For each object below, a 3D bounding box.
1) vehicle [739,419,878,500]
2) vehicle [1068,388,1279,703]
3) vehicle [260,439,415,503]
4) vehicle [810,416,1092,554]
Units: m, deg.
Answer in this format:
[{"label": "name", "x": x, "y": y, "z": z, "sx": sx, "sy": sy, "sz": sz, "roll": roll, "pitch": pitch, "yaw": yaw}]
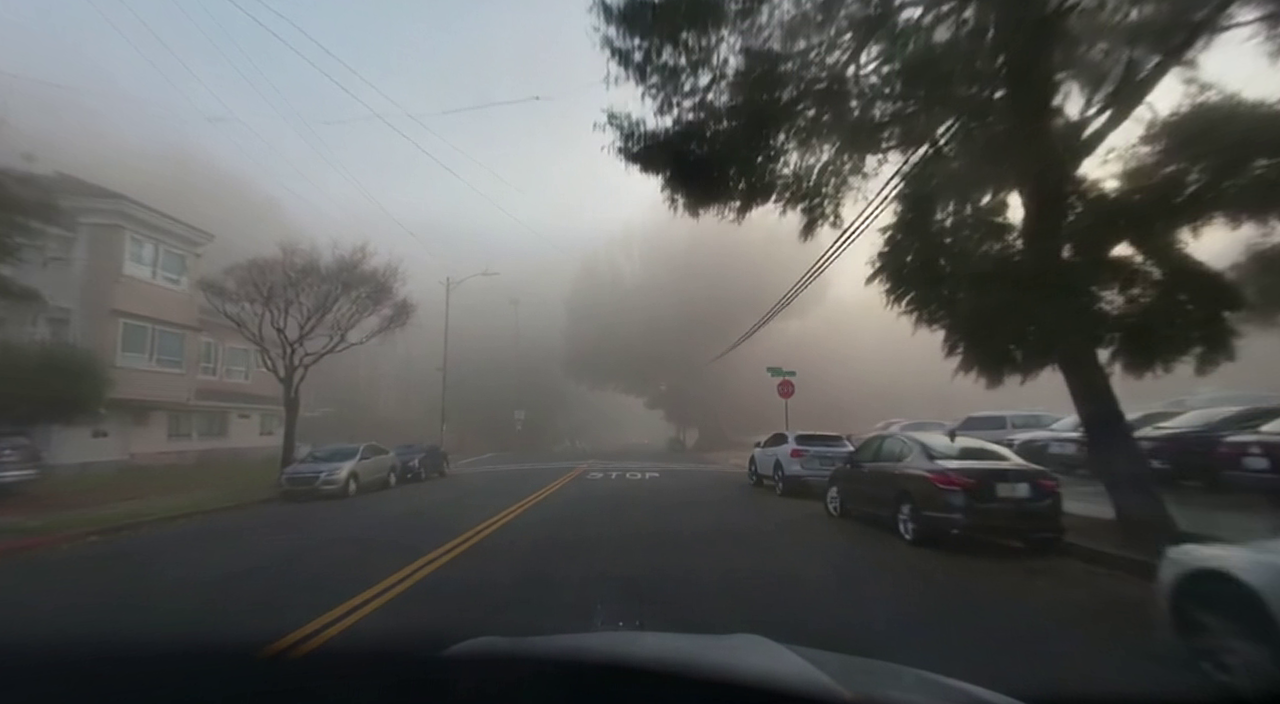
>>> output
[{"label": "vehicle", "x": 3.727, "y": 2.456, "z": 14.820, "sx": 1.976, "sy": 1.614, "sz": 4.052, "roll": 0, "pitch": -8, "yaw": -3}, {"label": "vehicle", "x": 4.075, "y": 0.842, "z": 2.093, "sx": 2.133, "sy": 1.586, "sz": 4.498, "roll": 0, "pitch": -8, "yaw": 0}, {"label": "vehicle", "x": -7.898, "y": 3.111, "z": 17.076, "sx": 1.904, "sy": 1.488, "sz": 4.600, "roll": 0, "pitch": -8, "yaw": 0}, {"label": "vehicle", "x": 4.025, "y": 1.774, "z": 9.138, "sx": 1.846, "sy": 1.506, "sz": 4.165, "roll": 0, "pitch": -8, "yaw": -2}]
